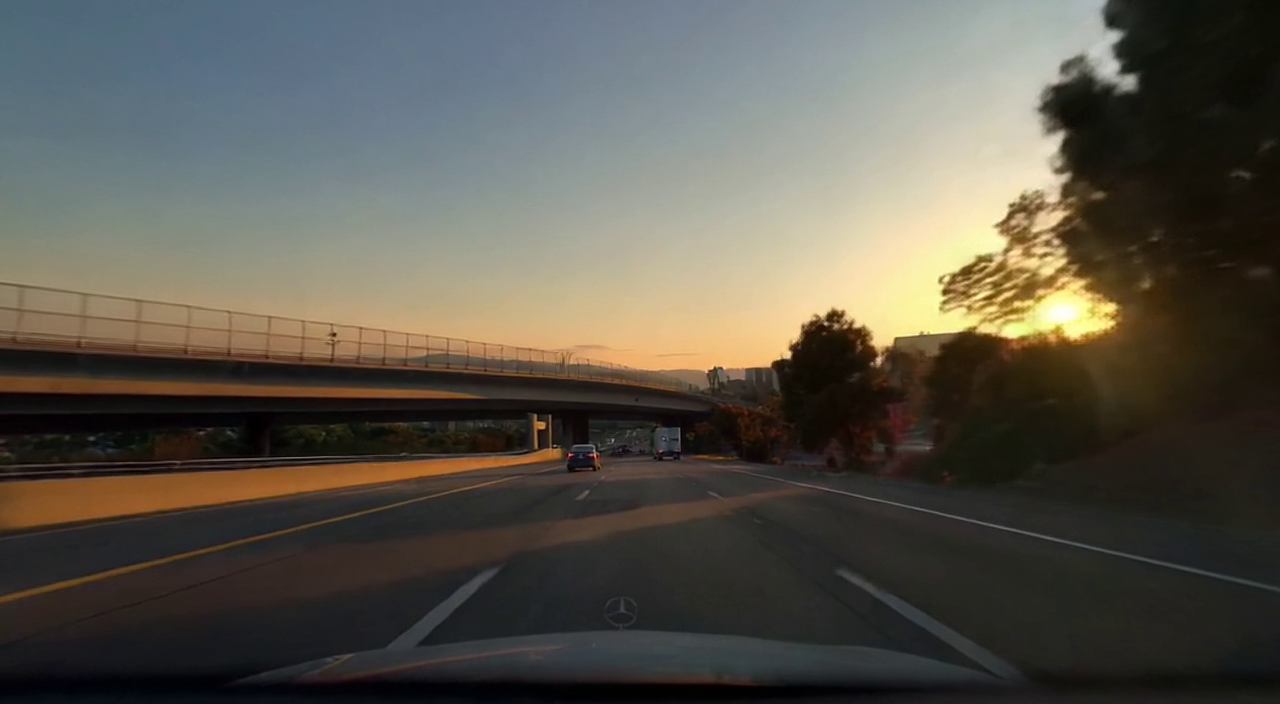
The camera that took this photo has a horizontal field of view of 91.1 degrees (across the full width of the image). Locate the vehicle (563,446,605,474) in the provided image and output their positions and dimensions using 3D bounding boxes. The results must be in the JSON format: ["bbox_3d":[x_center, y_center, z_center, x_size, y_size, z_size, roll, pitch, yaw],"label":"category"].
[{"bbox_3d":[-3.241,6.297,36.968,2.100,1.525,4.179,0,-9,0],"label":"vehicle"}]
